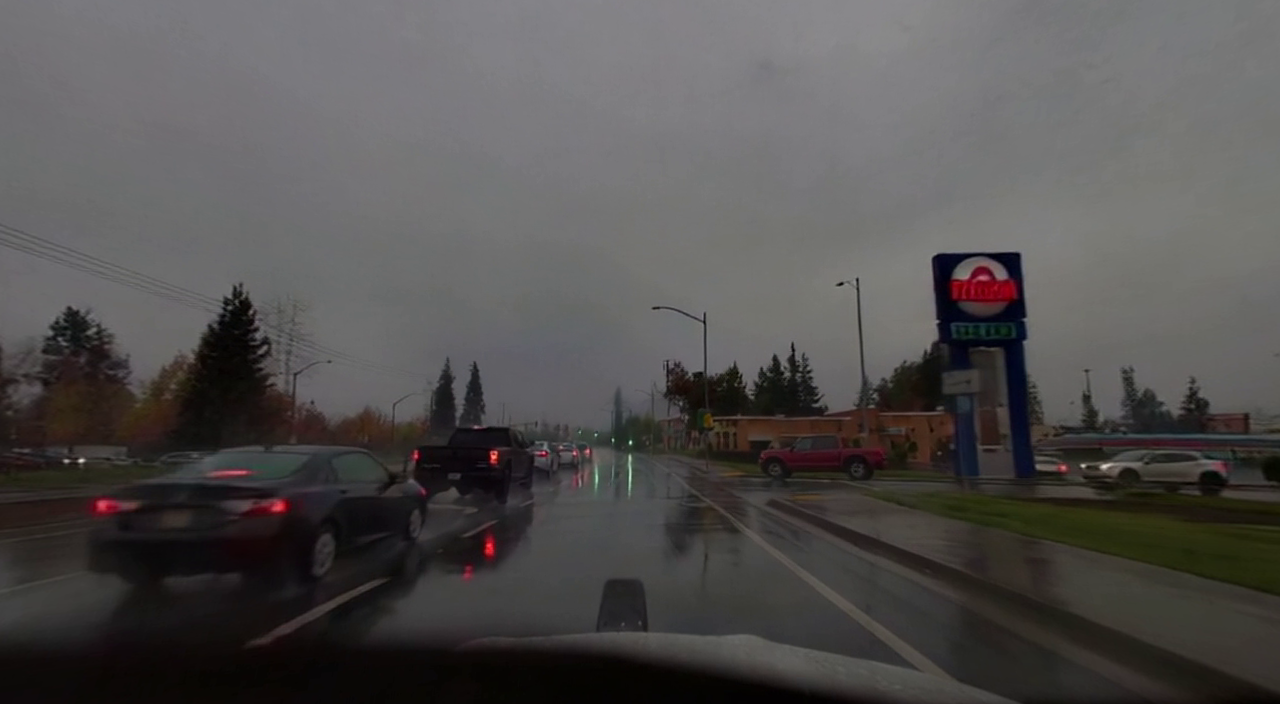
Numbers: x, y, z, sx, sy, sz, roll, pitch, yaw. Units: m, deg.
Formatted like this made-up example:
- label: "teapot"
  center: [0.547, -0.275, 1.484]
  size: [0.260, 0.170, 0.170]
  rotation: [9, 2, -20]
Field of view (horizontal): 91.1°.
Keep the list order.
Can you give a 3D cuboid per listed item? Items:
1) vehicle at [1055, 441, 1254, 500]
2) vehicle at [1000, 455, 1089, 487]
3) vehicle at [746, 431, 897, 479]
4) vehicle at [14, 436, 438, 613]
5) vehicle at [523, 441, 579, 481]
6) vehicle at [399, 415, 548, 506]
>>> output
- label: "vehicle"
  center: [18.304, 4.220, 22.614]
  size: [5.120, 1.817, 2.154]
  rotation: [1, -8, 5]
- label: "vehicle"
  center: [20.142, 5.904, 31.483]
  size: [1.646, 1.418, 3.910]
  rotation: [1, -8, -4]
- label: "vehicle"
  center: [6.387, 3.745, 22.661]
  size: [4.813, 1.622, 2.110]
  rotation: [0, -11, 4]
- label: "vehicle"
  center: [-4.135, 1.751, 7.420]
  size: [2.113, 1.446, 4.309]
  rotation: [0, -8, -1]
- label: "vehicle"
  center: [-4.427, 5.457, 31.913]
  size: [2.129, 1.855, 4.414]
  rotation: [0, -8, 1]
- label: "vehicle"
  center: [-4.394, 3.017, 17.972]
  size: [2.664, 2.122, 6.124]
  rotation: [0, -8, -1]
